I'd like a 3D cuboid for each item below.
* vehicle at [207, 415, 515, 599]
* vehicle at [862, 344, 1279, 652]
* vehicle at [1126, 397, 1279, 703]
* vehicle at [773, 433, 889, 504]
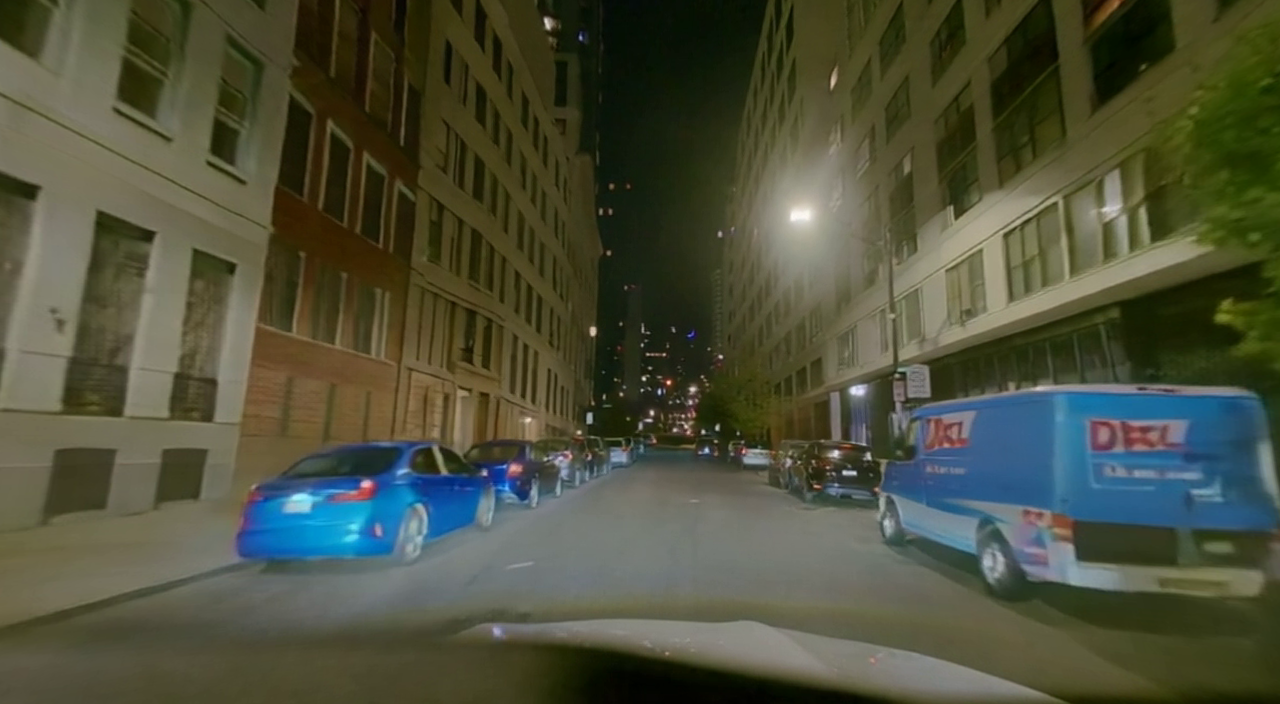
[{"bbox_3d":[-2.984,1.628,7.820,1.867,1.519,3.920,1,-4,3],"label":"vehicle"},{"bbox_3d":[4.224,1.267,6.662,2.186,2.024,4.901,-1,-7,3],"label":"vehicle"},{"bbox_3d":[3.758,0.765,1.381,1.834,1.508,4.743,-1,-7,4],"label":"vehicle"},{"bbox_3d":[4.623,2.825,15.847,1.896,1.549,3.845,-1,-7,4],"label":"vehicle"}]
